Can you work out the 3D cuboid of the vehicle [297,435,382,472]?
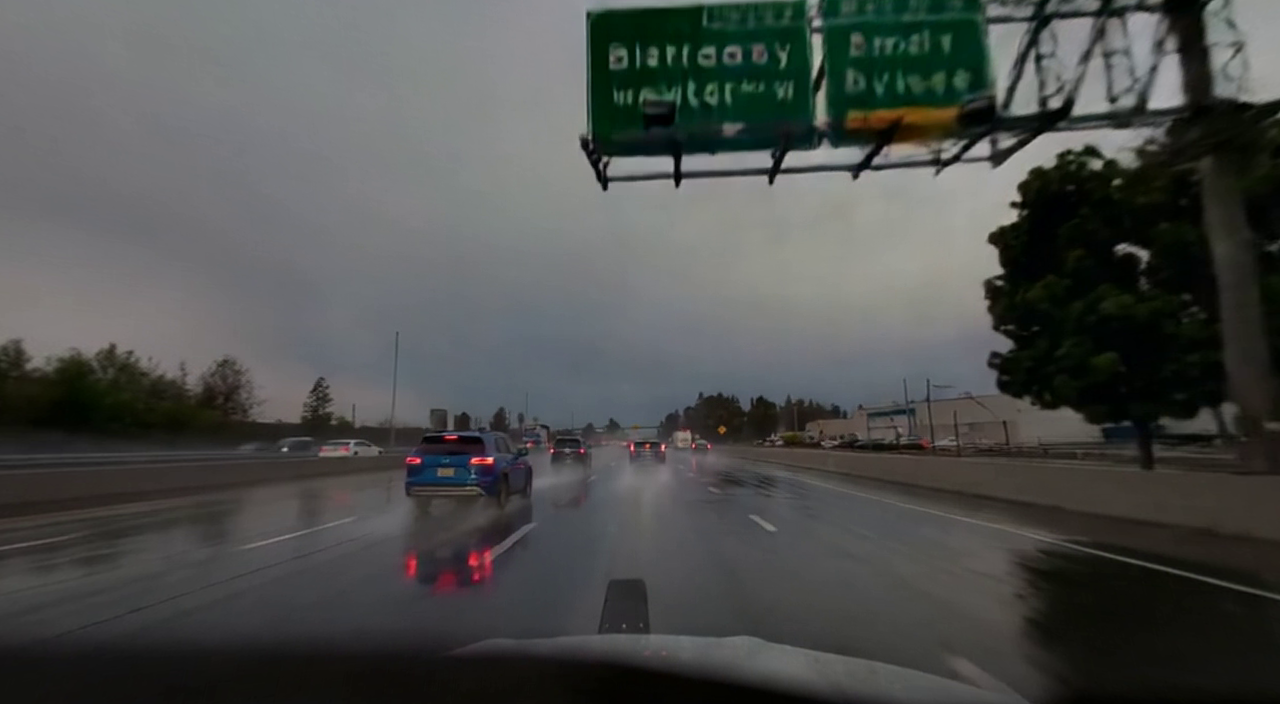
[{"bbox_3d":[-15.033,5.116,31.896,2.011,1.708,4.556,0,-8,1],"label":"vehicle"}]

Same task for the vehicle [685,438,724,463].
[{"bbox_3d":[4.087,6.372,40.805,1.980,1.492,4.442,0,-8,-1],"label":"vehicle"}]

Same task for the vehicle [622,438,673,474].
[{"bbox_3d":[0.311,4.573,27.975,2.090,1.474,3.970,0,-8,0],"label":"vehicle"}]

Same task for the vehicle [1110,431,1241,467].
[{"bbox_3d":[23.086,4.205,27.459,1.809,1.431,4.430,0,-8,0],"label":"vehicle"}]

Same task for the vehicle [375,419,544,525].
[{"bbox_3d":[-3.264,2.275,12.494,1.961,1.687,4.453,0,-8,1],"label":"vehicle"}]

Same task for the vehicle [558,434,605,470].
[{"bbox_3d":[-2.954,5.173,32.908,2.007,1.730,4.412,0,-8,0],"label":"vehicle"}]
